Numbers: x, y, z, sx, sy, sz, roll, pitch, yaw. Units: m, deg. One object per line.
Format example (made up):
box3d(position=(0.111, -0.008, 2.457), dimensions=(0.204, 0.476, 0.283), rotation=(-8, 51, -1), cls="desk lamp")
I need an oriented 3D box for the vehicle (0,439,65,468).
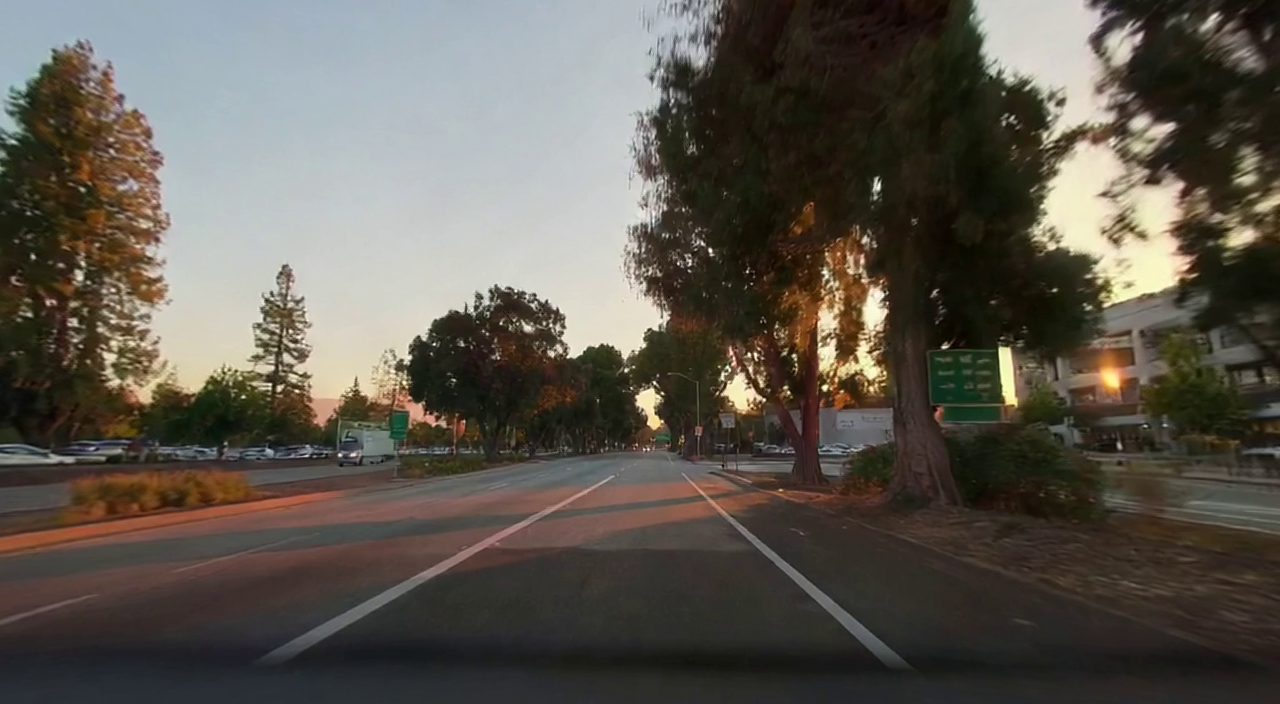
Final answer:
box3d(position=(-36.861, 5.970, 37.190), dimensions=(4.142, 1.623, 1.888), rotation=(-1, -8, 4), cls="vehicle")
